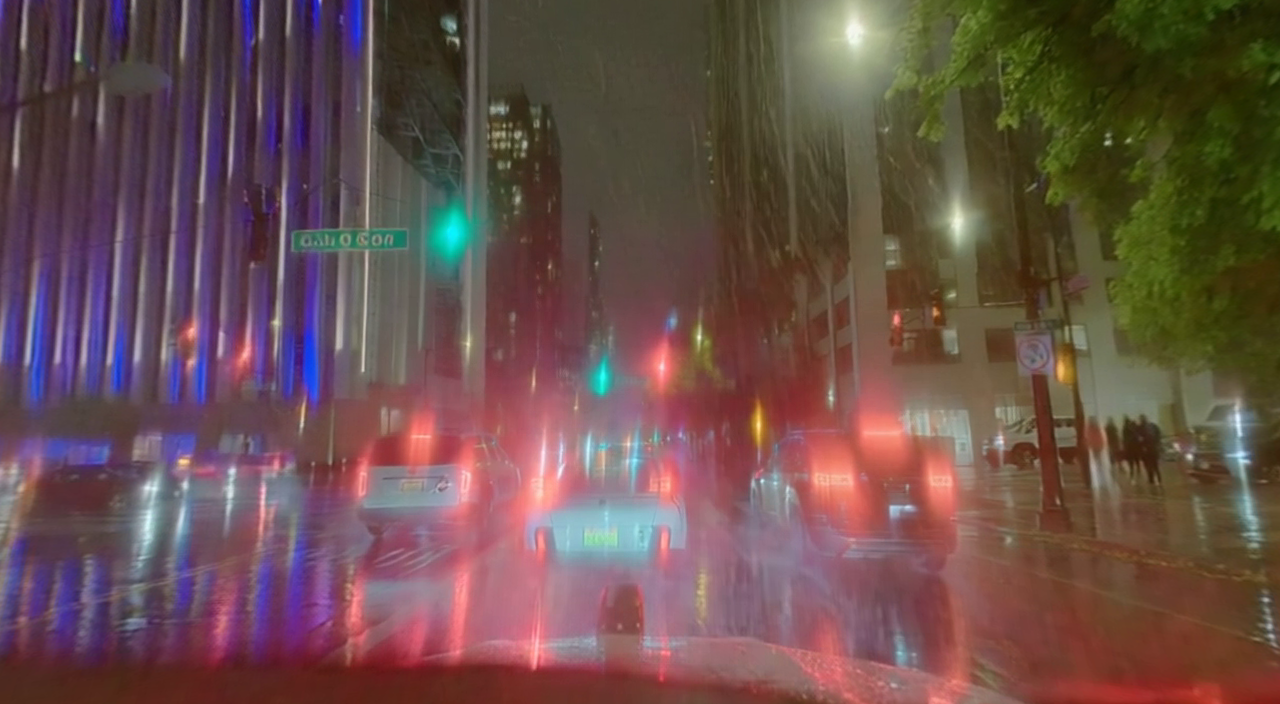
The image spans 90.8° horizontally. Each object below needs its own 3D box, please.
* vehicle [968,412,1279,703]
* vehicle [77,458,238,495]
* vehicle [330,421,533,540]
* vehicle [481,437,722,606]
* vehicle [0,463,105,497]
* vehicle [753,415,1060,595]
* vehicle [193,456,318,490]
[{"bbox_3d":[2.740,0.808,1.119,1.902,1.454,4.540,0,-8,0],"label":"vehicle"},{"bbox_3d":[-20.261,5.247,26.704,5.153,1.449,1.966,0,-8,0],"label":"vehicle"},{"bbox_3d":[-3.695,2.392,12.526,2.190,1.840,5.272,0,-8,0],"label":"vehicle"},{"bbox_3d":[-0.360,1.787,7.647,2.092,1.454,4.132,0,-8,-1],"label":"vehicle"},{"bbox_3d":[-28.995,6.138,30.439,4.636,1.482,1.886,0,-8,-1],"label":"vehicle"},{"bbox_3d":[3.041,1.849,8.630,2.072,1.735,4.759,0,-8,0],"label":"vehicle"},{"bbox_3d":[-17.911,5.617,29.537,4.673,1.478,2.114,-2,-9,11],"label":"vehicle"}]
